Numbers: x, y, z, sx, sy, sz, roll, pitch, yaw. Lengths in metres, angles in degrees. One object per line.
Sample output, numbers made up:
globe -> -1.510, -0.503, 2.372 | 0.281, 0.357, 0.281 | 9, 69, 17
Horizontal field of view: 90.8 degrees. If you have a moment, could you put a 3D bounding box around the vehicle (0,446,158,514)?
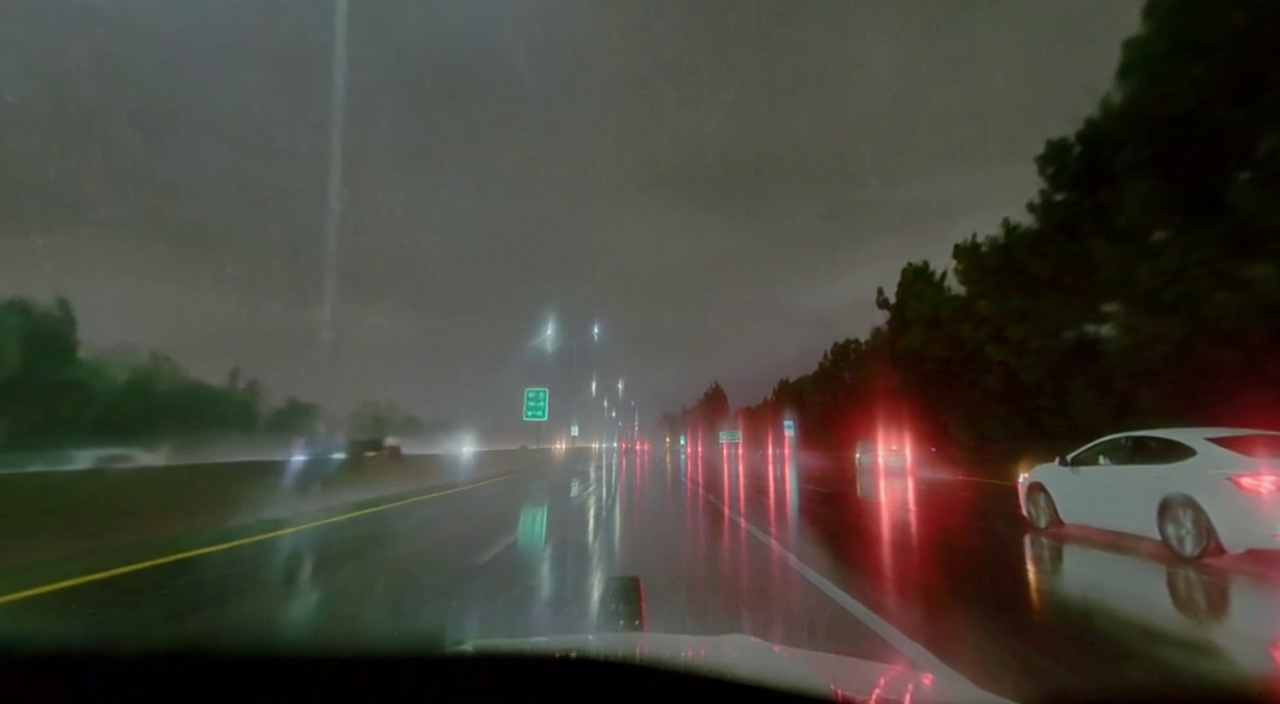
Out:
vehicle -> -14.744, 3.090, 15.811 | 2.002, 1.427, 4.270 | 0, -8, 0

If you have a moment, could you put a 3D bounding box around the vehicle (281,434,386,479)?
vehicle -> -10.931, 3.725, 22.884 | 1.751, 1.436, 4.133 | 1, -8, -1

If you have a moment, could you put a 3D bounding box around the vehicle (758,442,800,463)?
vehicle -> 10.680, 7.737, 48.914 | 1.962, 1.536, 4.945 | 0, -8, -2

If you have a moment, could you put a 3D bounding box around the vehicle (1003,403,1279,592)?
vehicle -> 6.749, 1.591, 7.574 | 2.027, 1.679, 4.543 | 0, -8, -1

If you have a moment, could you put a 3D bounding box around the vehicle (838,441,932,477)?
vehicle -> 11.165, 4.893, 29.299 | 2.194, 1.489, 5.141 | 0, -8, -1
